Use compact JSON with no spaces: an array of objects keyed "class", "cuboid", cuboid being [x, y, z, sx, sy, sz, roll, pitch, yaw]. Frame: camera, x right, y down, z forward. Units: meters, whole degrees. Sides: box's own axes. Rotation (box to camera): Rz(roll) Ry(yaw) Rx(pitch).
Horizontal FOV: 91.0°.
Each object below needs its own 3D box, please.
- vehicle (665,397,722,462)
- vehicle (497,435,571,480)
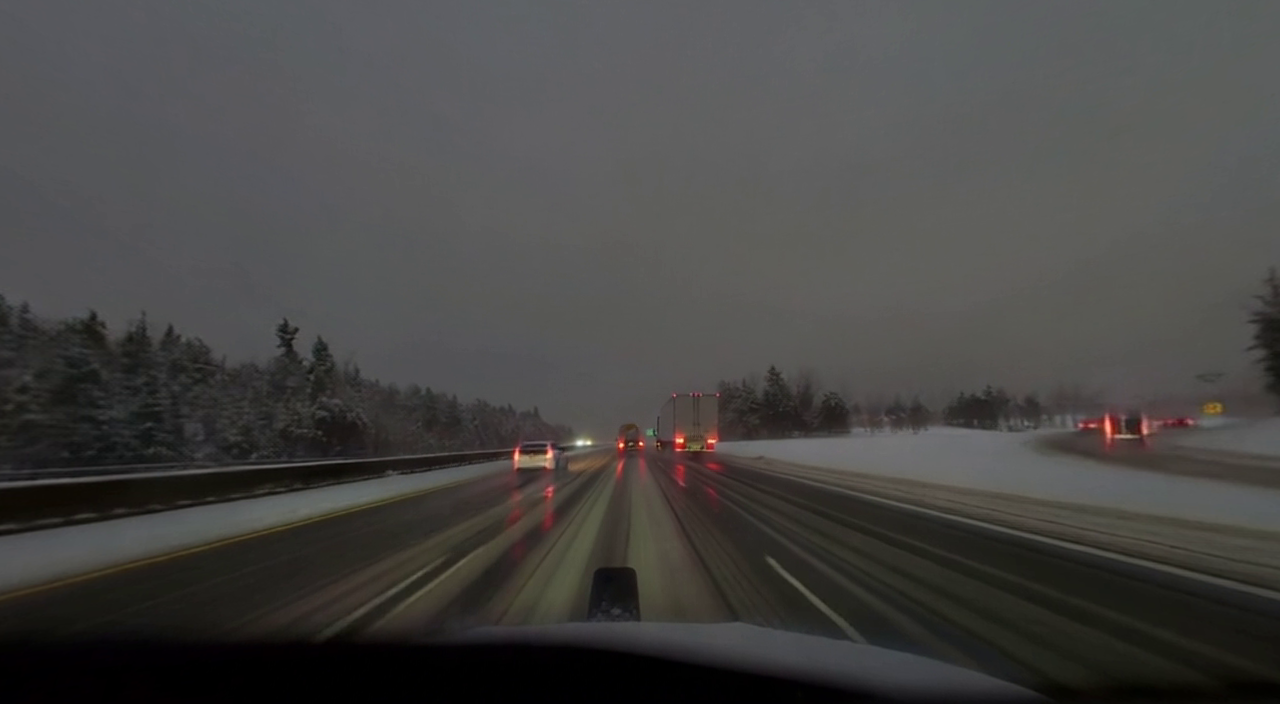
[{"class":"vehicle","cuboid":[3.562,5.596,44.681,2.997,3.983,10.860,1,-8,0]},{"class":"vehicle","cuboid":[-3.961,4.026,24.289,2.111,1.536,4.270,0,-8,0]}]
